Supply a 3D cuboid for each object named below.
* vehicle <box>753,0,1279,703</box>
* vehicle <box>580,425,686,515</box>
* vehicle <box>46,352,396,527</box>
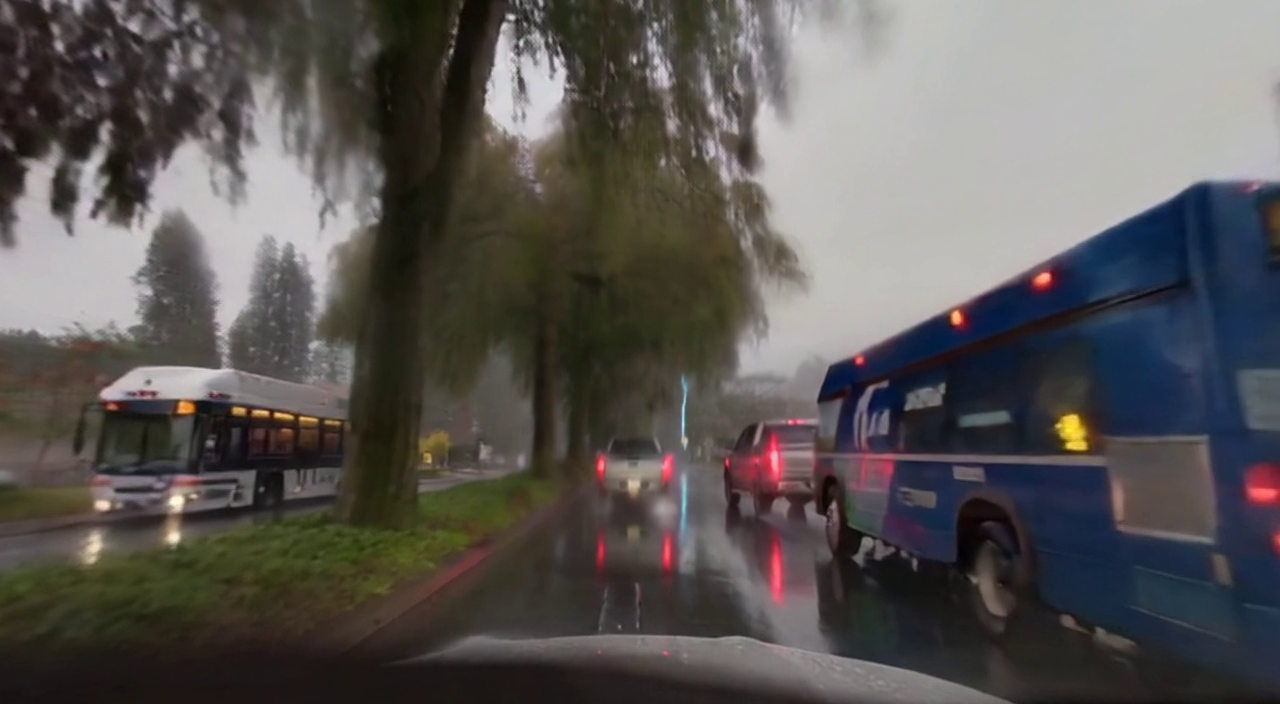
[{"bbox_3d":[3.840,0.729,6.471,3.088,3.057,10.503,0,-9,-2],"label":"vehicle"},{"bbox_3d":[-0.135,2.867,15.922,2.157,1.816,5.804,0,-9,0],"label":"vehicle"},{"bbox_3d":[-12.111,2.947,20.989,2.996,4.022,12.692,0,-9,-1],"label":"vehicle"}]
